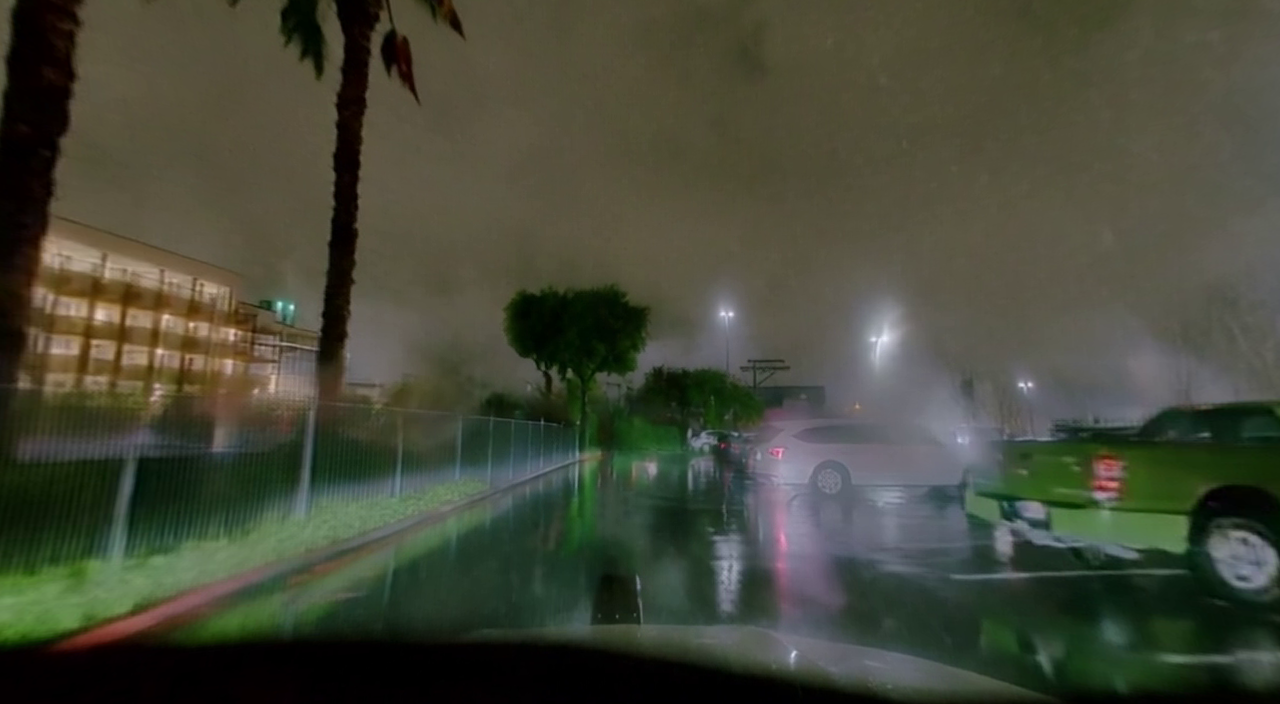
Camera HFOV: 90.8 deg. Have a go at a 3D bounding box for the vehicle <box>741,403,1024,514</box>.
[{"bbox_3d":[5.320,2.372,14.558,5.639,2.033,2.172,2,-7,4],"label":"vehicle"}]

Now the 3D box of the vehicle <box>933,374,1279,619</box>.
[{"bbox_3d":[5.985,1.240,5.998,5.381,1.826,2.047,0,-8,-3],"label":"vehicle"}]
